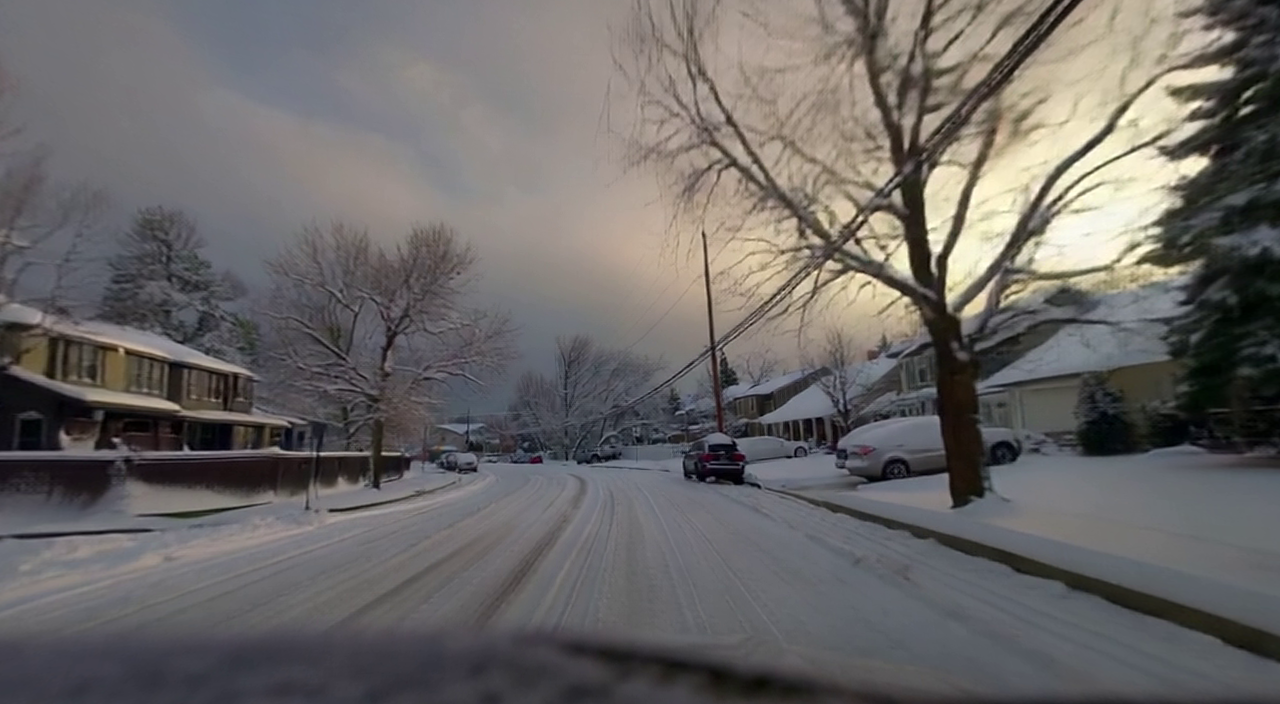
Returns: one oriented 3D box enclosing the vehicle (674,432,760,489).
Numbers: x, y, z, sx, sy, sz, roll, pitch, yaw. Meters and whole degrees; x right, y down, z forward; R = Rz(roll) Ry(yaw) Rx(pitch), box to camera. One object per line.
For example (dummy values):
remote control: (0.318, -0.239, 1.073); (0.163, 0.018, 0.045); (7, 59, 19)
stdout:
vehicle: (2.798, 4.121, 24.351); (2.214, 1.962, 4.733); (1, -9, -6)

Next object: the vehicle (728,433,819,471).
vehicle: (7.594, 5.755, 36.324); (4.666, 1.655, 2.169); (-6, -9, 1)

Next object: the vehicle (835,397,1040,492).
vehicle: (8.663, 2.731, 18.784); (4.801, 2.139, 2.164); (-6, -8, -2)
